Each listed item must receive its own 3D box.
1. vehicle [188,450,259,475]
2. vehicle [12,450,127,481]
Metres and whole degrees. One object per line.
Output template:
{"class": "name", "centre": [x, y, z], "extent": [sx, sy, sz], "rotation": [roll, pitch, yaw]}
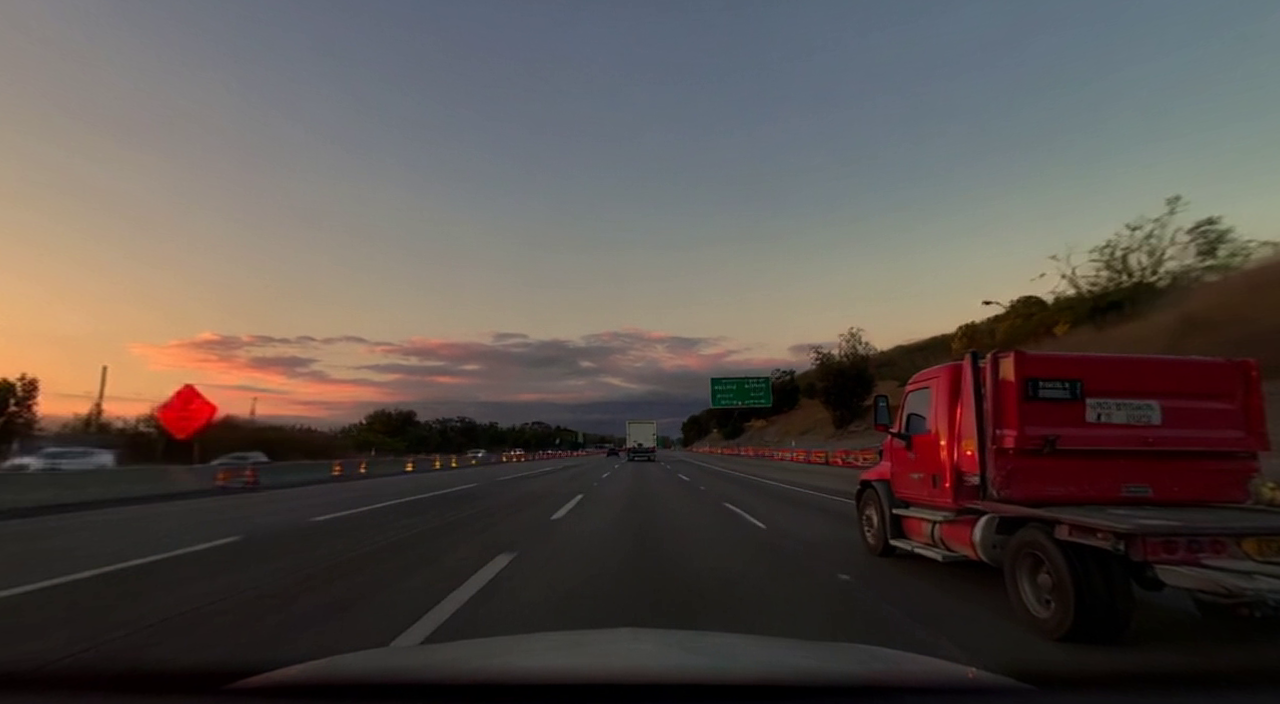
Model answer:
{"class": "vehicle", "centre": [-26.872, 7.139, 40.805], "extent": [1.862, 1.525, 3.987], "rotation": [0, -9, 0]}
{"class": "vehicle", "centre": [-33.351, 6.617, 37.067], "extent": [2.119, 1.659, 4.960], "rotation": [0, -9, -1]}
